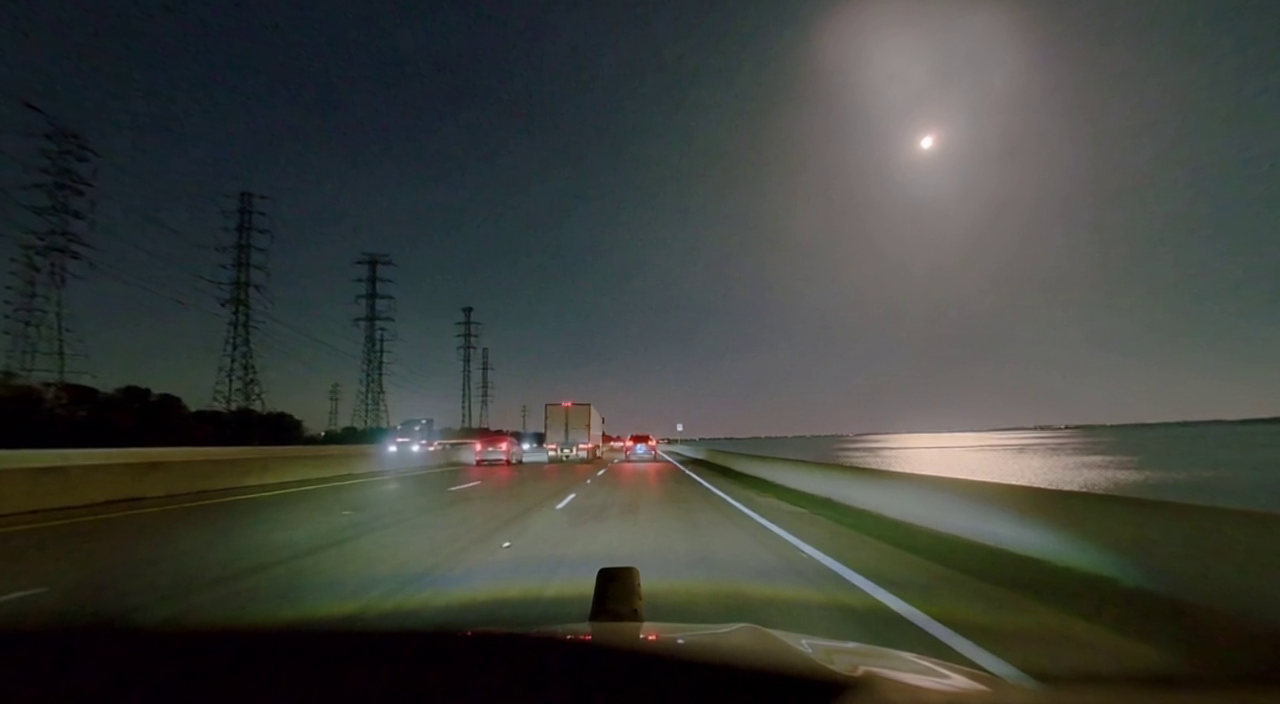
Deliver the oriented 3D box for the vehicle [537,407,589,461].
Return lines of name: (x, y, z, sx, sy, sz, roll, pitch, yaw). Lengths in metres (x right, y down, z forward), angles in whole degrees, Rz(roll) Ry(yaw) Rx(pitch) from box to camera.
vehicle: (-3.726, 4.013, 30.905, 2.178, 2.522, 2.054, 0, -9, 1)

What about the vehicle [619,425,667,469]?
vehicle: (0.159, 5.065, 33.760, 2.358, 2.144, 4.713, 0, -9, 0)

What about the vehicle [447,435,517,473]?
vehicle: (-7.064, 4.621, 28.760, 2.004, 1.545, 4.513, 0, -9, 1)
